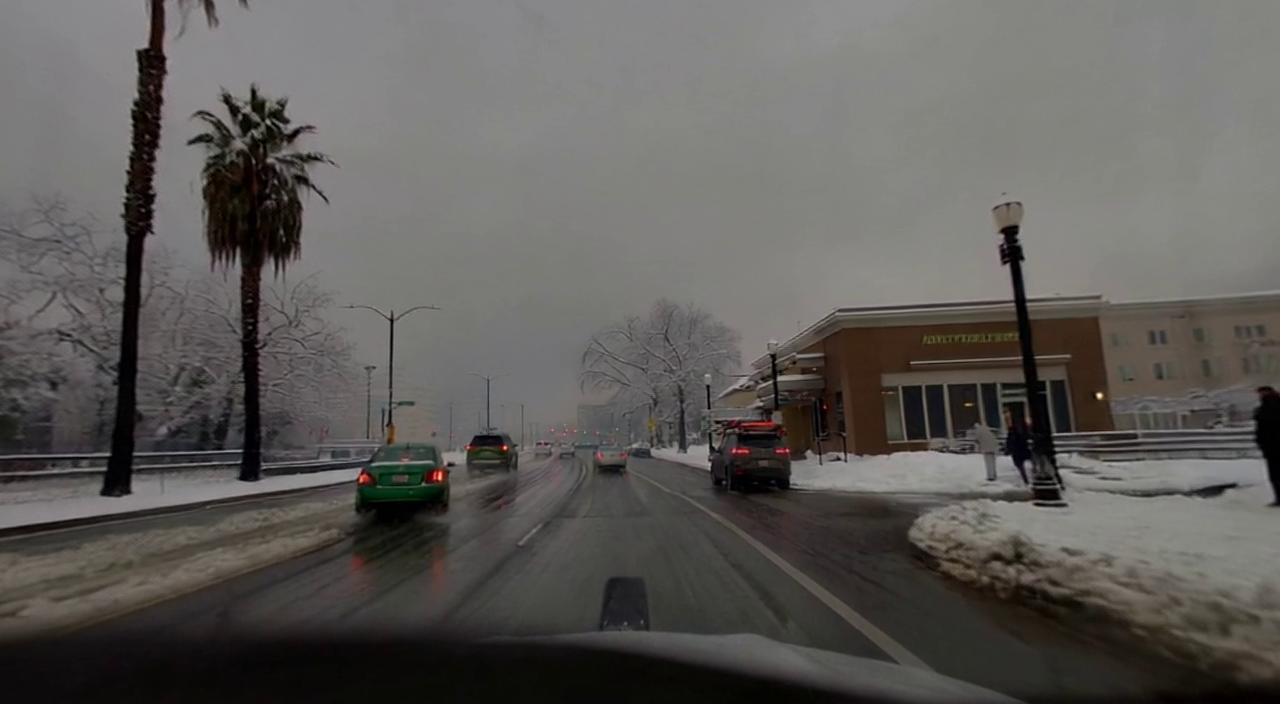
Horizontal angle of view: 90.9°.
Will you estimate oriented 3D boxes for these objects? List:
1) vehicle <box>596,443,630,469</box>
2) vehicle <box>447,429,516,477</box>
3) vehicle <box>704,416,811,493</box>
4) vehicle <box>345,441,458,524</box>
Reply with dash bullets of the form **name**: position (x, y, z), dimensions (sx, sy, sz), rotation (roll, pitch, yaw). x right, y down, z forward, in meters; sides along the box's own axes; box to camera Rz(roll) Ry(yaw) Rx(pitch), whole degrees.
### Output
- **vehicle**: position (-1.740, 6.471, 39.348), dimensions (1.972, 1.473, 4.000), rotation (0, -9, -4)
- **vehicle**: position (-7.415, 4.801, 30.094), dimensions (2.164, 2.047, 5.455), rotation (0, -9, -3)
- **vehicle**: position (3.601, 3.281, 20.479), dimensions (2.126, 2.167, 5.098), rotation (0, -9, -4)
- **vehicle**: position (-5.257, 2.756, 14.024), dimensions (1.930, 1.477, 4.657), rotation (3, -9, -20)
